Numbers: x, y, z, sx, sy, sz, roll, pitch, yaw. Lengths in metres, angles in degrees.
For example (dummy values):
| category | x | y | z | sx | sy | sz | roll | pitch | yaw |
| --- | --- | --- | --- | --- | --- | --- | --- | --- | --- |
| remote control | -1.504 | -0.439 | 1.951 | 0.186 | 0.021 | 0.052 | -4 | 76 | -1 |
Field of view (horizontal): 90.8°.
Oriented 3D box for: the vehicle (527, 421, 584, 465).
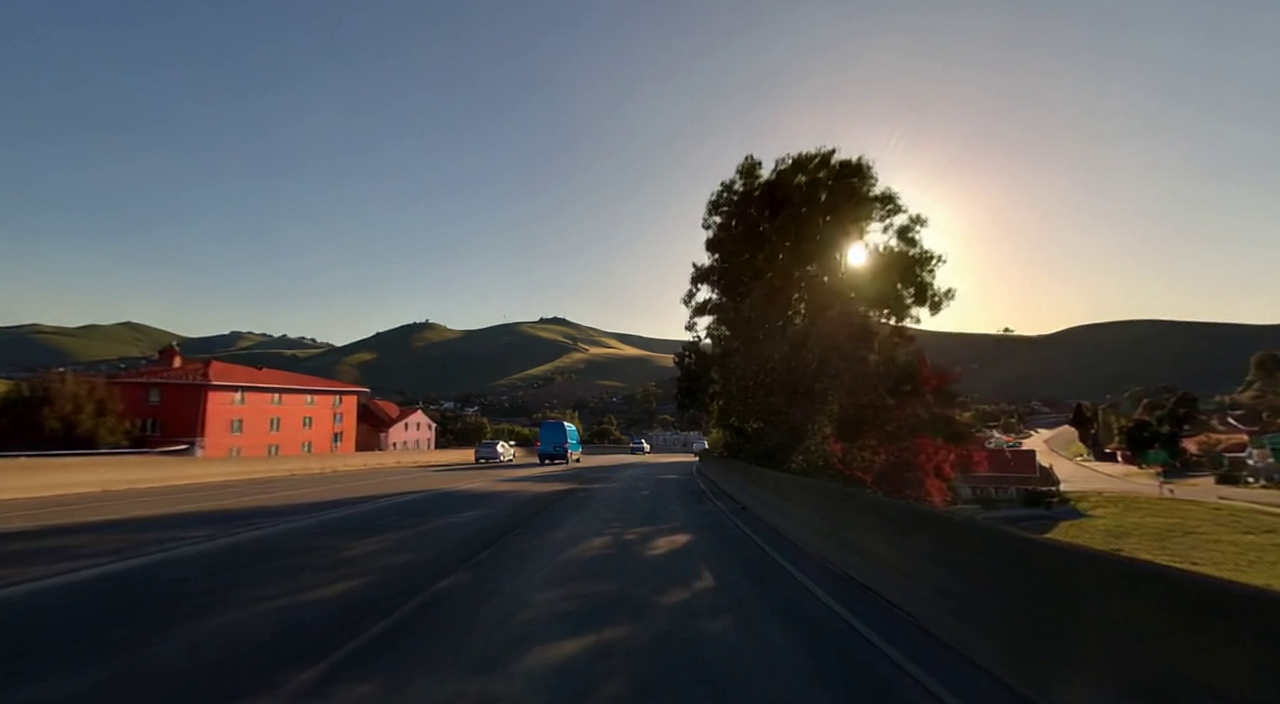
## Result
| category | x | y | z | sx | sy | sz | roll | pitch | yaw |
| --- | --- | --- | --- | --- | --- | --- | --- | --- | --- |
| vehicle | -5.527 | 6.119 | 42.278 | 2.314 | 2.703 | 6.441 | -1 | -9 | 5 |

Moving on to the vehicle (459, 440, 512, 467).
| category | x | y | z | sx | sy | sz | roll | pitch | yaw |
| --- | --- | --- | --- | --- | --- | --- | --- | --- | --- |
| vehicle | -9.250 | 6.120 | 38.171 | 1.821 | 1.524 | 4.342 | -1 | -9 | 4 |
